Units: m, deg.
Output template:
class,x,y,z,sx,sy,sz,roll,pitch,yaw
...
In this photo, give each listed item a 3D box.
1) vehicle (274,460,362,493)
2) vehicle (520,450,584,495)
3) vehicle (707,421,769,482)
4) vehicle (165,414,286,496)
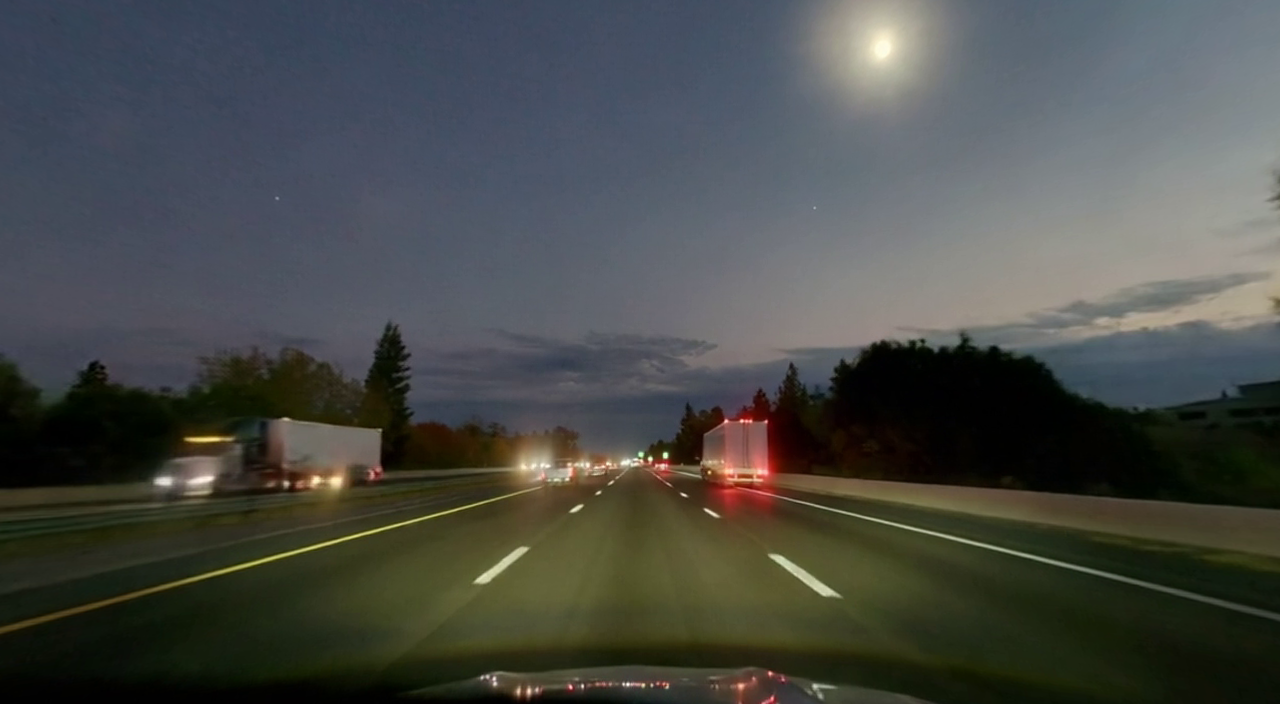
class,x,y,z,sx,sy,sz,roll,pitch,yaw
vehicle,-15.502,6.014,30.595,2.008,1.487,4.180,1,-10,0
vehicle,-4.011,5.623,29.586,2.272,1.873,4.832,1,-10,0
vehicle,7.328,7.868,48.591,3.235,4.088,9.243,1,-12,0
vehicle,-19.383,4.866,29.741,2.975,3.552,3.526,1,-10,1
